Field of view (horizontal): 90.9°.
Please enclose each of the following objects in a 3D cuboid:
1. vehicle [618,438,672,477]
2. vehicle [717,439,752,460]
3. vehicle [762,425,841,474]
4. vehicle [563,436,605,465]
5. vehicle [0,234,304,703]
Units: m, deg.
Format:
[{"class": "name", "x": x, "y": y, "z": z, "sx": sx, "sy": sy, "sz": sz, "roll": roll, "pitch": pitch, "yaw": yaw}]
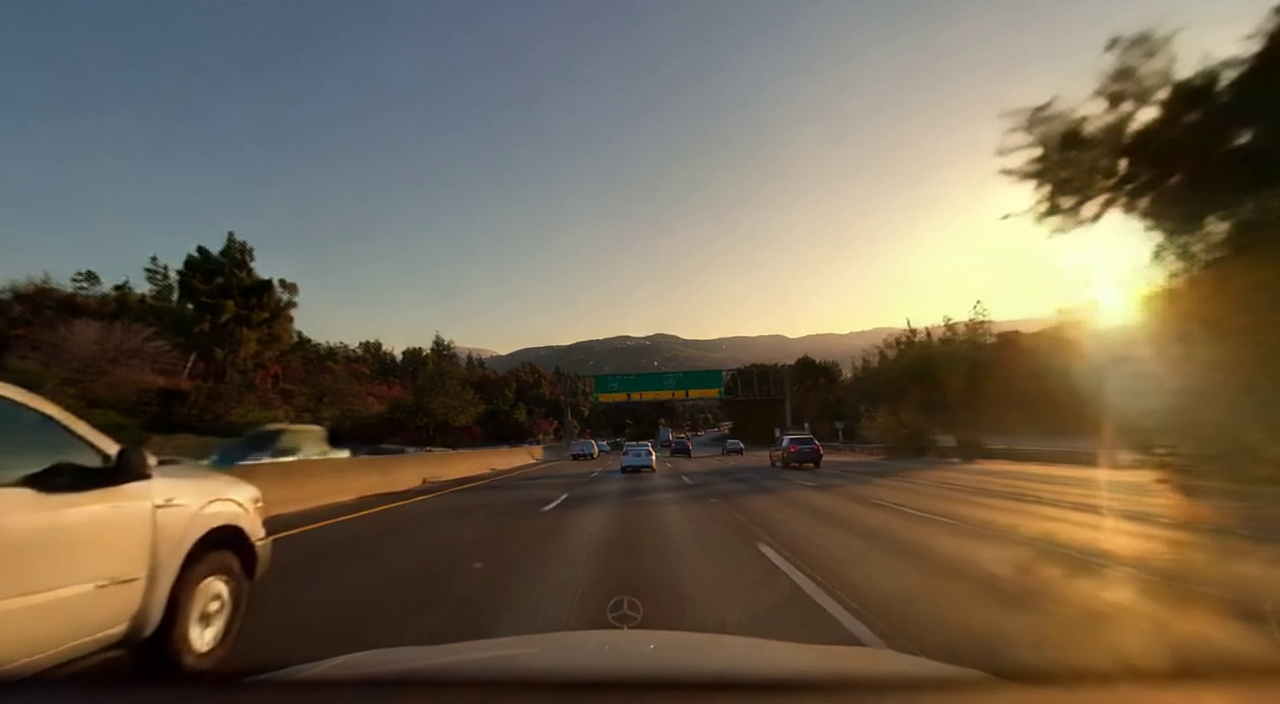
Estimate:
[{"class": "vehicle", "x": 0.184, "y": 4.350, "z": 26.353, "sx": 2.071, "sy": 1.464, "sz": 4.162, "roll": 0, "pitch": -8, "yaw": 0}, {"class": "vehicle", "x": 7.081, "y": 7.344, "z": 47.583, "sx": 1.894, "sy": 1.511, "sz": 4.148, "roll": 0, "pitch": -8, "yaw": -1}, {"class": "vehicle", "x": 7.024, "y": 4.309, "z": 28.020, "sx": 2.094, "sy": 1.916, "sz": 5.099, "roll": 0, "pitch": -8, "yaw": -1}, {"class": "vehicle", "x": -3.416, "y": 6.121, "z": 39.344, "sx": 2.140, "sy": 1.720, "sz": 4.410, "roll": 0, "pitch": -8, "yaw": 1}, {"class": "vehicle", "x": -3.367, "y": 0.449, "z": 0.911, "sx": 2.487, "sy": 1.979, "sz": 5.742, "roll": -1, "pitch": -8, "yaw": 1}]
